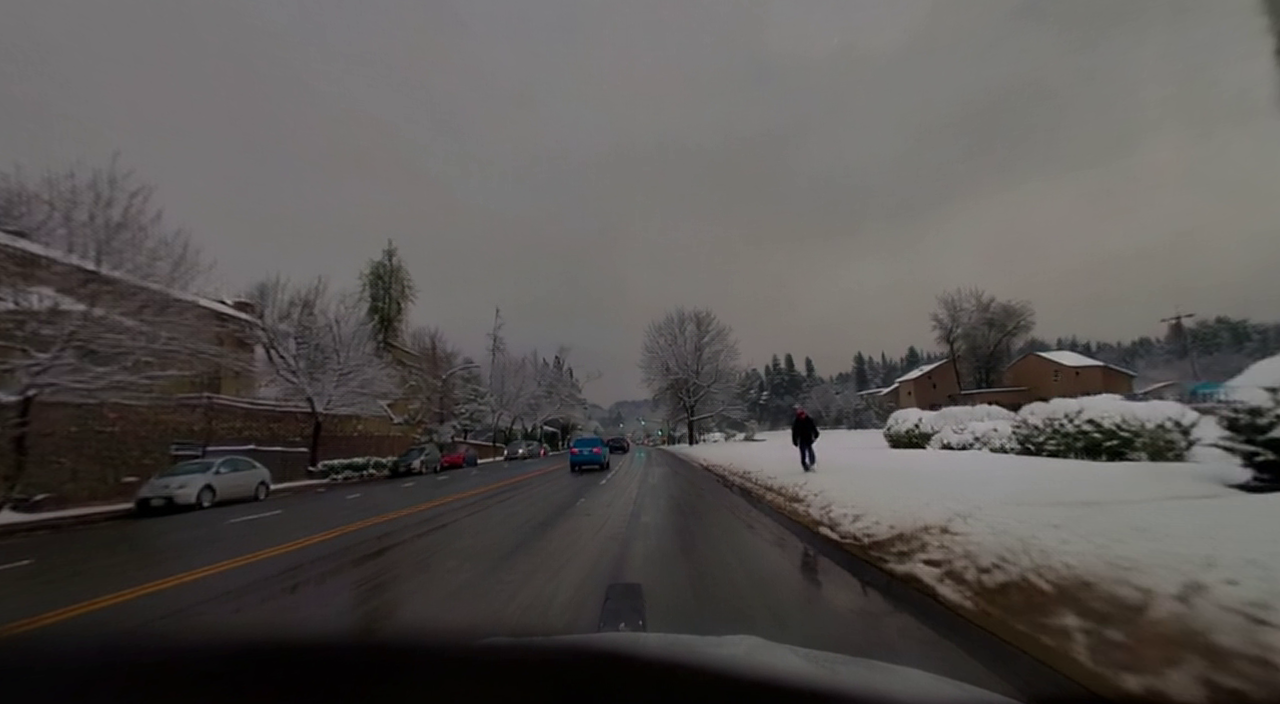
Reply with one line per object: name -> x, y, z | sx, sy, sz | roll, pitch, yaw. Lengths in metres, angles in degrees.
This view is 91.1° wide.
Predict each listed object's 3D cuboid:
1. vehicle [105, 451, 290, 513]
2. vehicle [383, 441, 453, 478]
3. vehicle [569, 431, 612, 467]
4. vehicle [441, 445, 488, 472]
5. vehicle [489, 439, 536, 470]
vehicle -> -12.206, 3.581, 17.820 | 1.887, 1.469, 4.691 | 0, -9, -1
vehicle -> -11.691, 5.646, 33.429 | 1.904, 1.728, 4.997 | 1, -8, -1
vehicle -> -2.632, 5.251, 34.225 | 1.908, 1.809, 4.230 | 0, -8, 2
vehicle -> -11.638, 7.057, 41.917 | 1.910, 1.462, 4.581 | -4, -7, -1
vehicle -> -8.451, 6.799, 41.991 | 2.019, 1.907, 4.697 | 0, -8, 2
